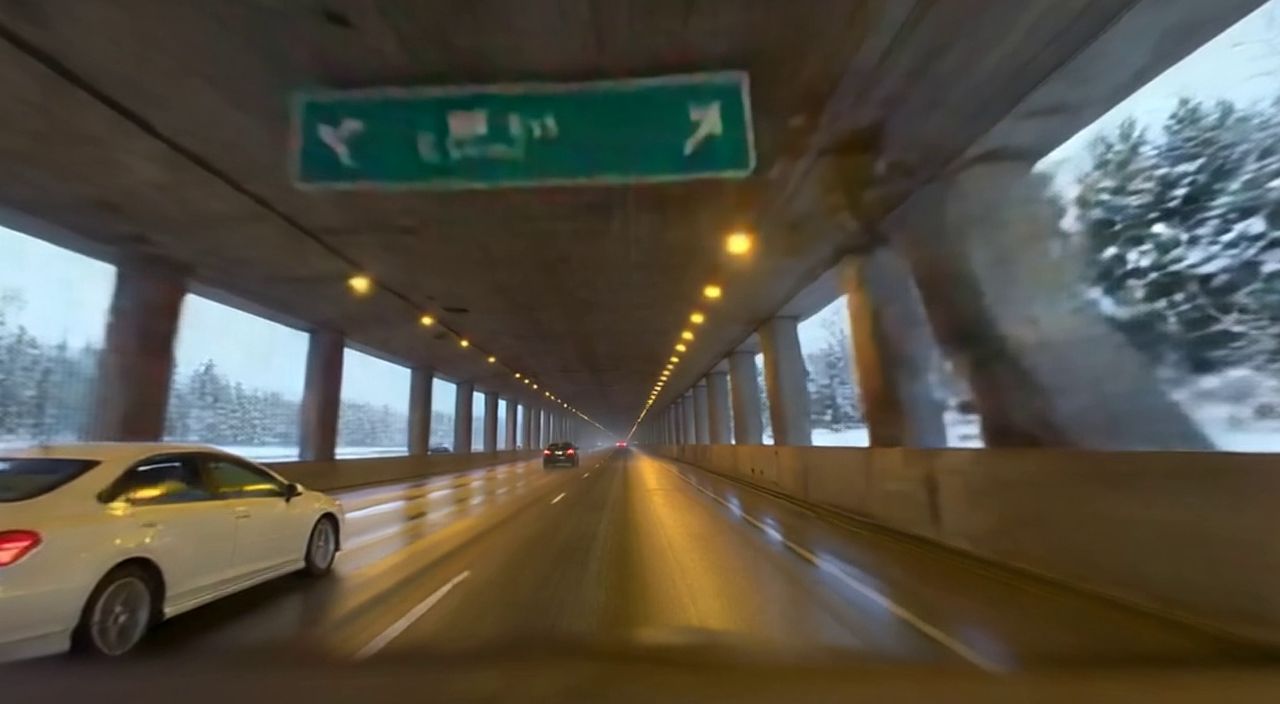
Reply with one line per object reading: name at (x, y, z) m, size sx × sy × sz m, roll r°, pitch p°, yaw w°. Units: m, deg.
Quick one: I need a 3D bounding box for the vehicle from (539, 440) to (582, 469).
vehicle at (-4.393, 5.717, 35.350) m, size 1.973 × 1.474 × 4.199 m, roll 0°, pitch -8°, yaw -1°

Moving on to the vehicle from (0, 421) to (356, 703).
vehicle at (-3.984, 1.275, 4.520) m, size 1.885 × 1.424 × 4.230 m, roll -1°, pitch -8°, yaw 1°
